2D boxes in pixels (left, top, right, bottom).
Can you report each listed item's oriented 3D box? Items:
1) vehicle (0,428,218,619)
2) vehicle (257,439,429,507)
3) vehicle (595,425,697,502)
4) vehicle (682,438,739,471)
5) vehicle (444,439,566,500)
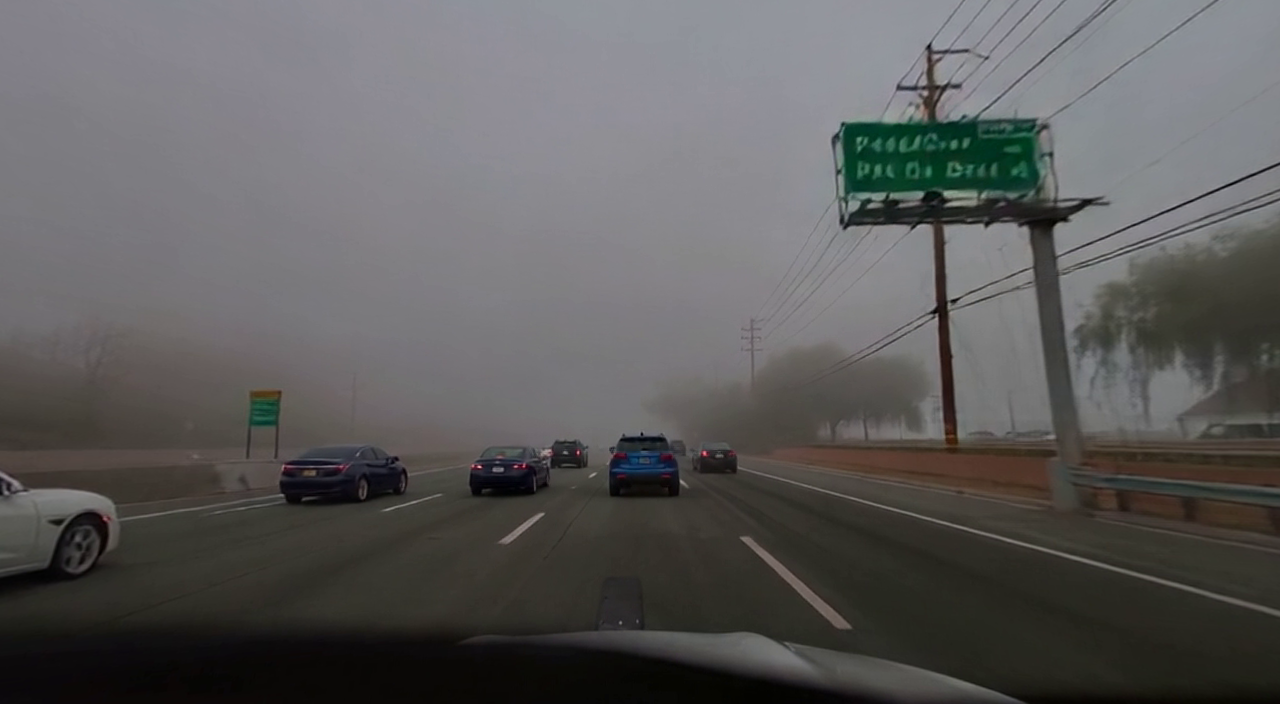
[{"bbox_3d":[-5.890,1.357,5.145,1.958,1.447,4.454,0,-8,-2],"label":"vehicle"},{"bbox_3d":[-7.104,2.914,15.789,1.959,1.435,4.719,0,-8,1],"label":"vehicle"},{"bbox_3d":[0.154,2.808,16.241,2.284,1.699,4.168,0,-8,0],"label":"vehicle"},{"bbox_3d":[3.327,4.928,30.680,2.197,1.464,4.356,0,-8,-1],"label":"vehicle"},{"bbox_3d":[-3.474,3.134,17.343,2.203,1.425,4.610,0,-8,2],"label":"vehicle"}]
